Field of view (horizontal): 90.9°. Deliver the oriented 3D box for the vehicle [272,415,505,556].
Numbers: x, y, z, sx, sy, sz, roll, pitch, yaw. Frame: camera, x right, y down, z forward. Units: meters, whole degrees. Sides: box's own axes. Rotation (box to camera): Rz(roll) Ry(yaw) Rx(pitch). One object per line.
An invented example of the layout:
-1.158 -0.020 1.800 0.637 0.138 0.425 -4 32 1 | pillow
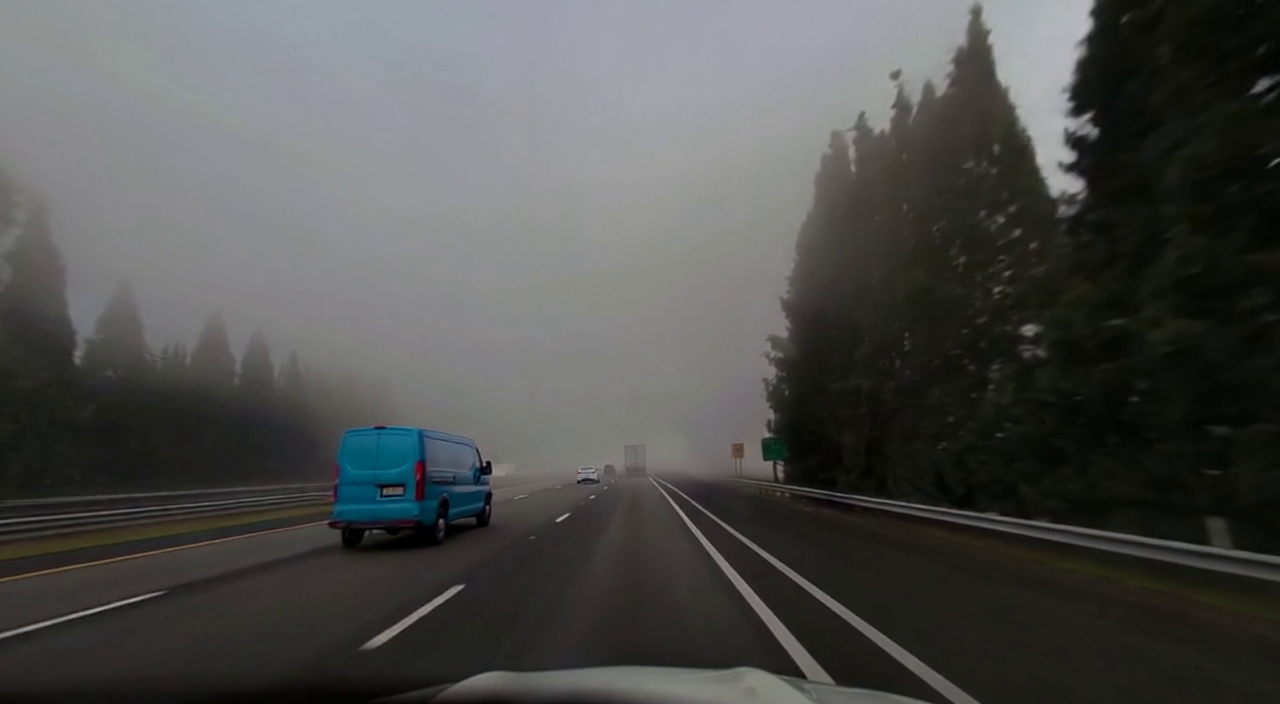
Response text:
-4.109 2.339 11.449 2.208 1.973 4.716 1 -10 0 | vehicle
